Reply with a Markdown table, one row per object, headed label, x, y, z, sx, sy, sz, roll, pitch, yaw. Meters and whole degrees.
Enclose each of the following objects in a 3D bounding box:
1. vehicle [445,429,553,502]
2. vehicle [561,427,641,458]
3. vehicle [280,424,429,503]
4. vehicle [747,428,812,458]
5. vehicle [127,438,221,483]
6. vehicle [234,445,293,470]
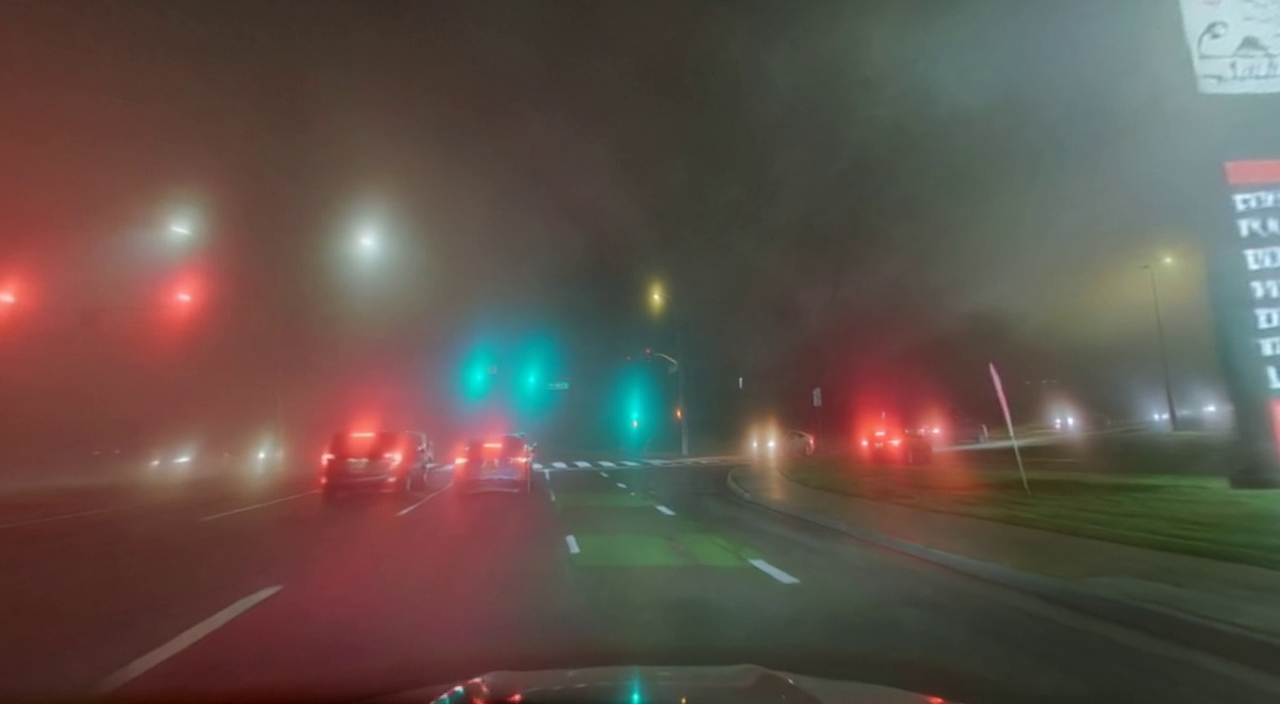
| label | x | y | z | sx | sy | sz | roll | pitch | yaw |
| --- | --- | --- | --- | --- | --- | --- | --- | --- | --- |
| vehicle | -3.294 | 2.689 | 15.492 | 2.176 | 1.489 | 4.518 | 1 | -8 | -9 |
| vehicle | -2.508 | 6.016 | 41.970 | 5.144 | 1.954 | 2.122 | 0 | -8 | 1 |
| vehicle | -6.714 | 2.656 | 15.533 | 2.057 | 1.610 | 4.891 | 1 | -8 | -9 |
| vehicle | 8.243 | 5.351 | 37.083 | 1.908 | 1.622 | 4.166 | -7 | -11 | 41 |
| vehicle | -22.082 | 5.208 | 30.145 | 1.863 | 1.722 | 4.328 | -7 | -9 | -12 |
| vehicle | -24.740 | 6.923 | 41.713 | 1.911 | 1.478 | 4.559 | 1 | -9 | -12 |
